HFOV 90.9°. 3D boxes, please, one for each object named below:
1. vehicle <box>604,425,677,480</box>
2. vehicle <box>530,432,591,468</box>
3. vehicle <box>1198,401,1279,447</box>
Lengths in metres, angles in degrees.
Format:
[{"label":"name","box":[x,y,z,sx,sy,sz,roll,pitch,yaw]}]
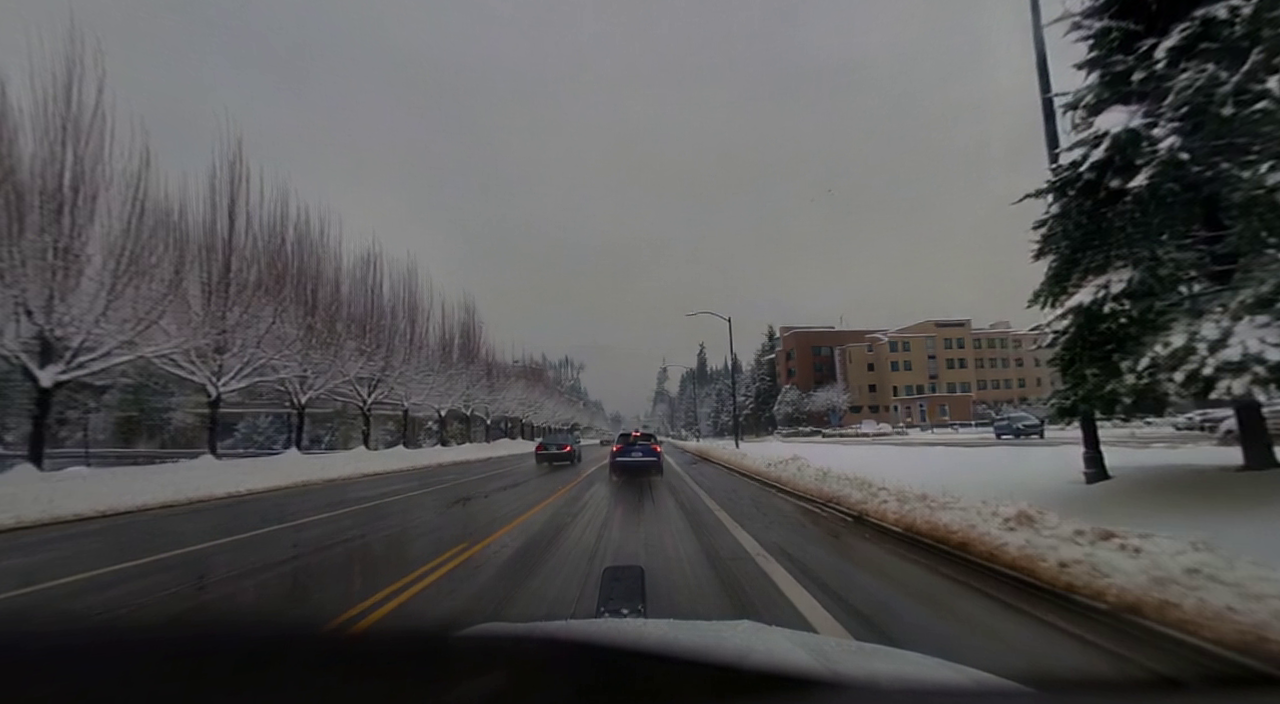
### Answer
[{"label":"vehicle","box":[0.011,3.337,21.151,2.199,1.652,4.101,0,-8,0]},{"label":"vehicle","box":[-3.450,4.354,28.281,1.942,1.462,4.905,0,-8,2]},{"label":"vehicle","box":[22.014,2.566,21.981,1.833,1.471,4.656,-2,-9,14]}]
